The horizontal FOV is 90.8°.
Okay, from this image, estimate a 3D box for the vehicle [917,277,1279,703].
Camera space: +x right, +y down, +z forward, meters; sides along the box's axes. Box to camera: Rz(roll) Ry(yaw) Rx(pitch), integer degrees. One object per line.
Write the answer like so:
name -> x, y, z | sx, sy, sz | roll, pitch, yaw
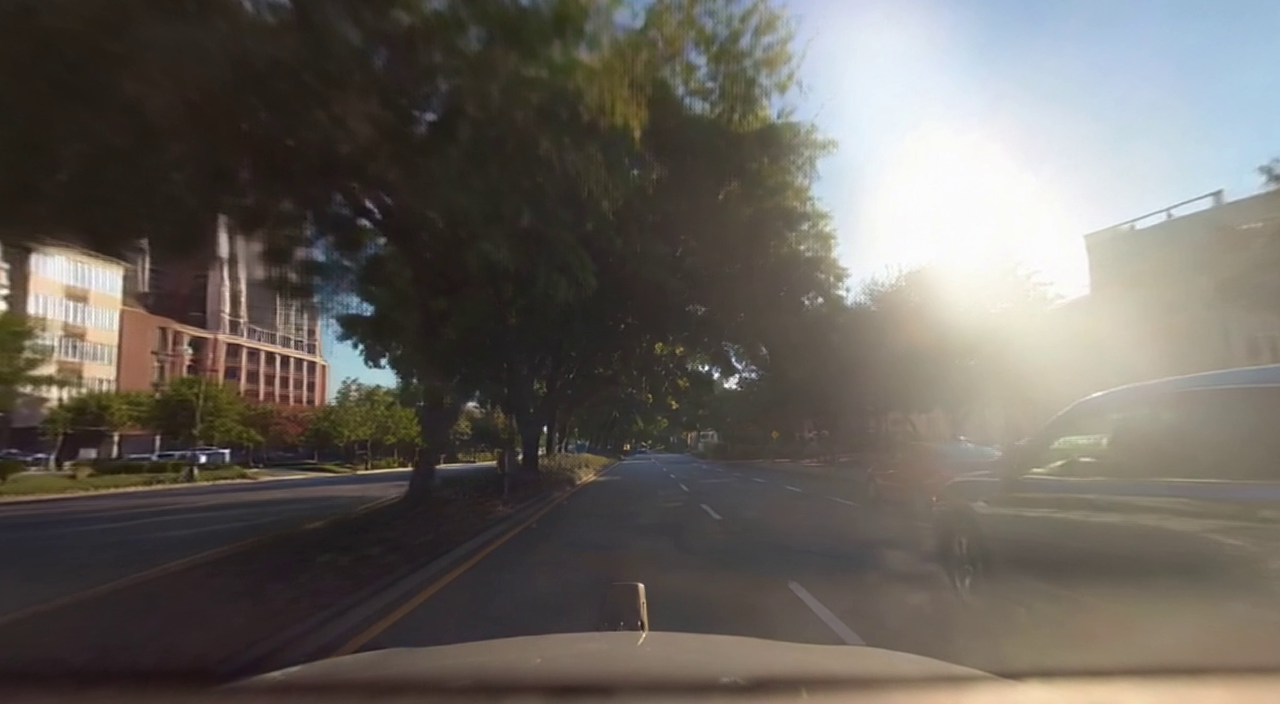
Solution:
vehicle -> 3.772, 0.776, 3.005 | 2.505, 1.971, 5.162 | 0, -9, 0
